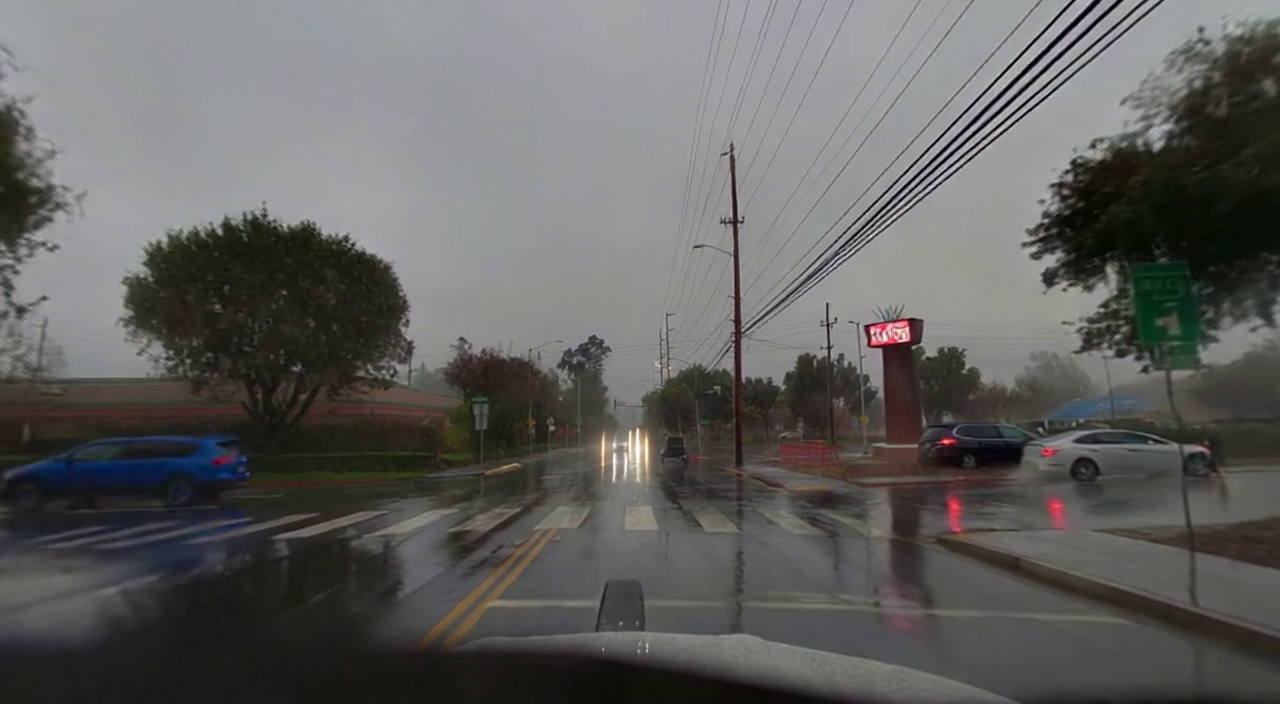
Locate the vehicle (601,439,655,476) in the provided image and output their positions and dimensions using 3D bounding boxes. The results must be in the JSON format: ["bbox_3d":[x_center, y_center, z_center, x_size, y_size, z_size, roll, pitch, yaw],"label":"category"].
[{"bbox_3d":[-0.578,4.415,26.696,1.874,1.427,3.976,1,-9,-6],"label":"vehicle"}]

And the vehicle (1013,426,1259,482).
[{"bbox_3d":[13.123,2.736,17.002,4.872,1.400,1.955,0,-8,3],"label":"vehicle"}]

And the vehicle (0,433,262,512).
[{"bbox_3d":[-13.792,3.142,16.814,5.866,1.904,2.197,1,-9,-6],"label":"vehicle"}]

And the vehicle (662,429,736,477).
[{"bbox_3d":[2.439,4.412,27.740,2.553,1.868,5.536,0,-8,-2],"label":"vehicle"}]
